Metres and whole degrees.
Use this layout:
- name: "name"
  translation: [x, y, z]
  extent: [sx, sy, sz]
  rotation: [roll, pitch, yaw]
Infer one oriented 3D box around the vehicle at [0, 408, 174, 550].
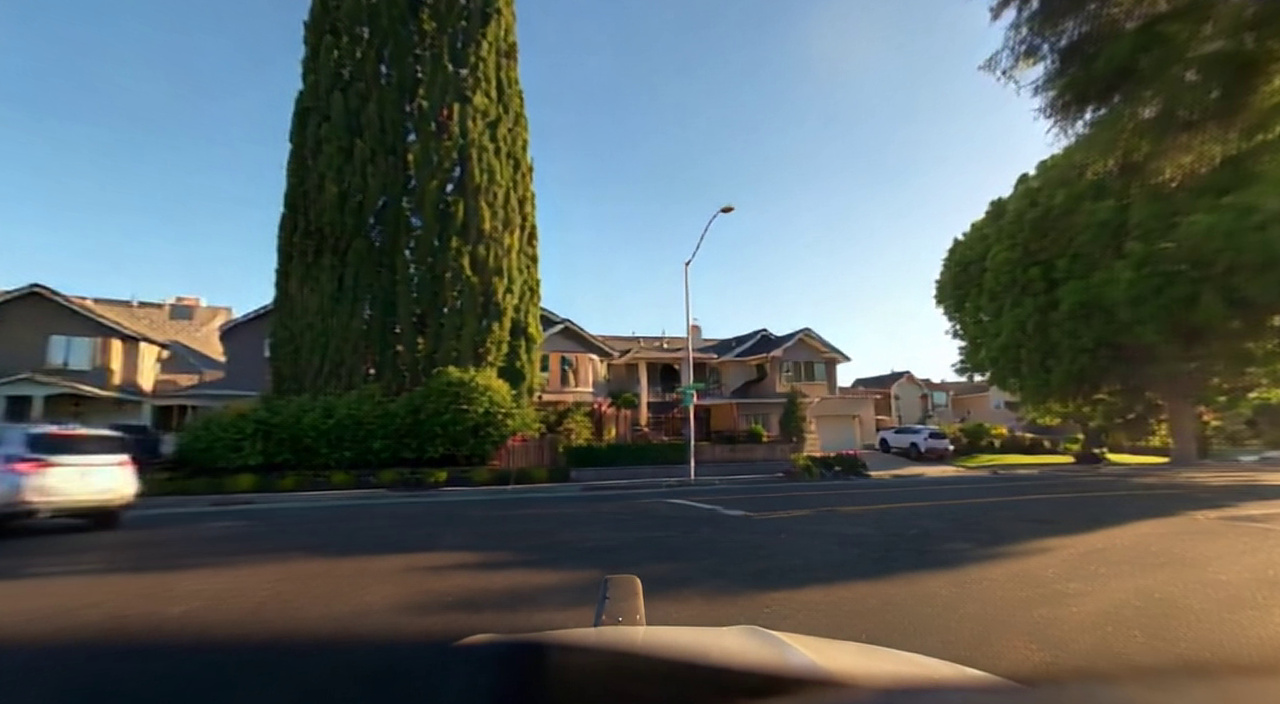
- name: "vehicle"
  translation: [-9.304, 1.770, 9.225]
  extent: [4.210, 1.695, 2.145]
  rotation: [-4, -9, 25]
